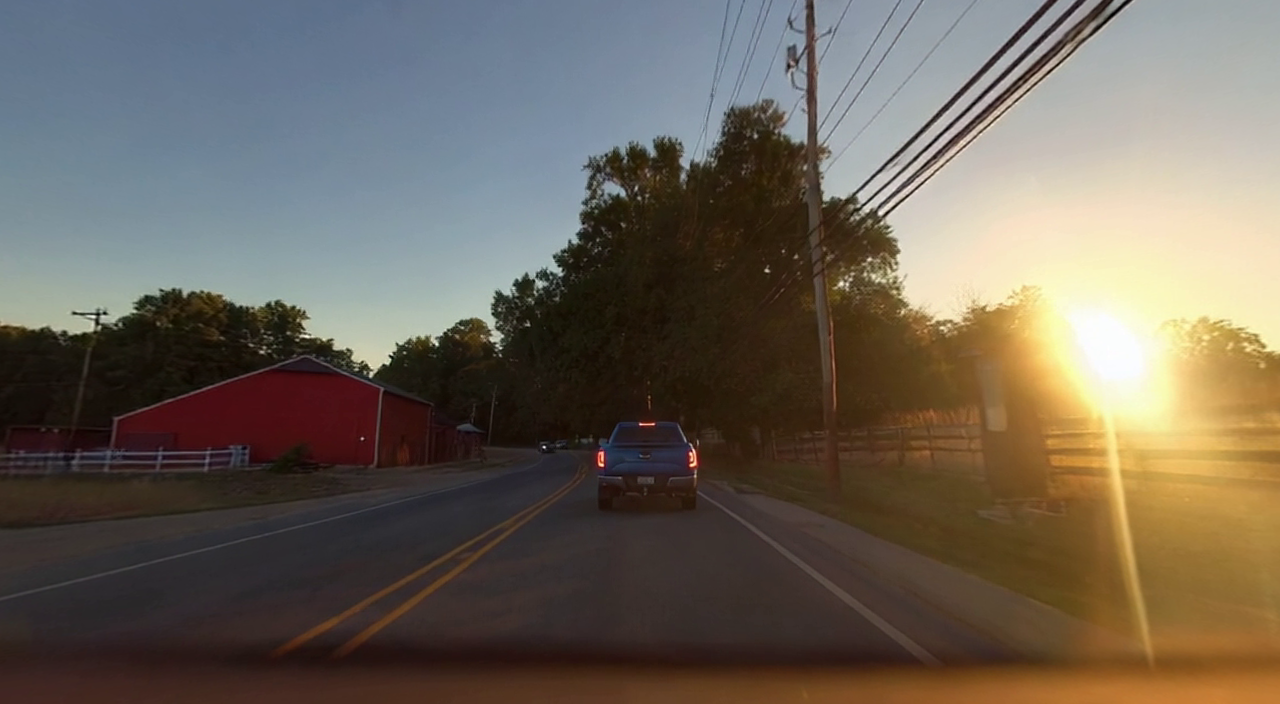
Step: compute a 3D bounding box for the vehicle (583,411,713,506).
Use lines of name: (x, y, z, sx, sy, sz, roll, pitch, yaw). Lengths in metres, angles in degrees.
vehicle: (0.040, 2.674, 16.330, 2.693, 1.941, 6.356, 0, -9, -2)
